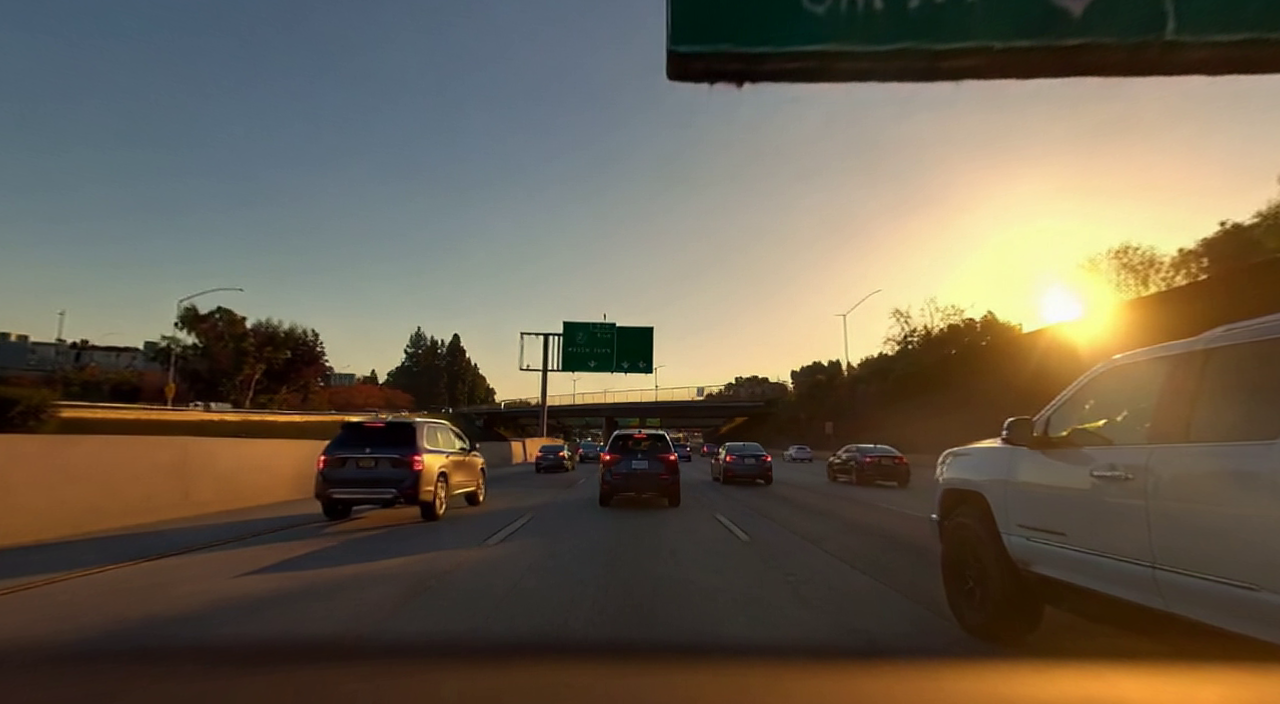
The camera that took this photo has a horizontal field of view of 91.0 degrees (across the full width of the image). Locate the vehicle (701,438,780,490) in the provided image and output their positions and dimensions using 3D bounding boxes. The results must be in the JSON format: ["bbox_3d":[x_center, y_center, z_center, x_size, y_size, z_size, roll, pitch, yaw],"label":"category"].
[{"bbox_3d":[3.485,3.999,22.793,2.022,1.633,4.651,1,-9,-1],"label":"vehicle"}]

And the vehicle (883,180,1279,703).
[{"bbox_3d":[3.474,0.671,3.285,2.300,2.242,5.327,0,-9,0],"label":"vehicle"}]

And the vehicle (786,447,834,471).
[{"bbox_3d":[11.660,7.363,43.507,1.797,1.557,4.653,1,-9,-3],"label":"vehicle"}]

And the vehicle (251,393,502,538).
[{"bbox_3d":[-4.563,2.131,12.389,2.212,2.101,6.052,0,-9,1],"label":"vehicle"}]

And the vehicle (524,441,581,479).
[{"bbox_3d":[-4.106,5.149,30.295,1.982,1.655,4.604,0,-9,1],"label":"vehicle"}]

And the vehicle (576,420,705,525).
[{"bbox_3d":[0.025,2.380,12.874,2.181,1.756,4.167,0,-9,0],"label":"vehicle"}]

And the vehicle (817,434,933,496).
[{"bbox_3d":[7.583,3.689,20.926,2.054,1.769,4.693,0,-9,0],"label":"vehicle"}]

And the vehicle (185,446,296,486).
[{"bbox_3d":[-18.412,5.241,29.335,2.022,1.659,4.620,0,-9,1],"label":"vehicle"}]
